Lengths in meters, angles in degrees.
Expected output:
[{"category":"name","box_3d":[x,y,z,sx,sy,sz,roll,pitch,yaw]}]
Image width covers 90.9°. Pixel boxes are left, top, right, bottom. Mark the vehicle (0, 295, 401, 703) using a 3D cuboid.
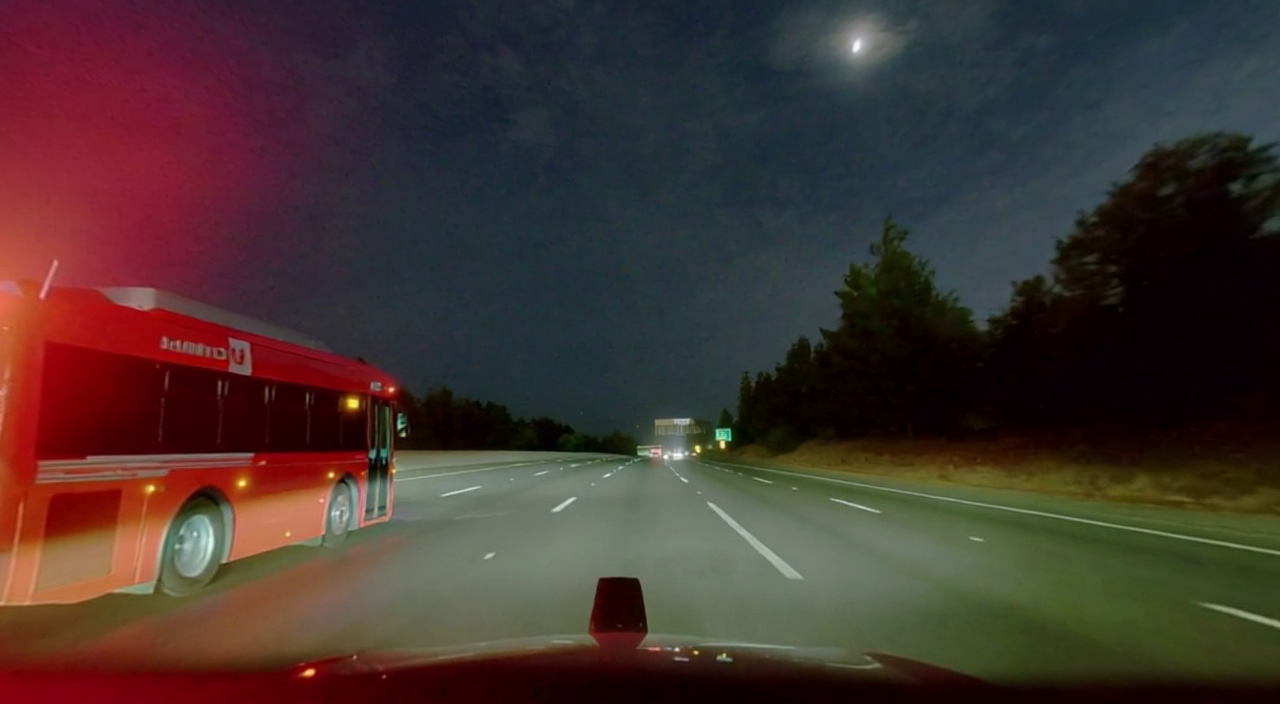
[{"category":"vehicle","box_3d":[-3.980,1.034,4.874,2.127,1.985,5.205,0,-8,1]}]
